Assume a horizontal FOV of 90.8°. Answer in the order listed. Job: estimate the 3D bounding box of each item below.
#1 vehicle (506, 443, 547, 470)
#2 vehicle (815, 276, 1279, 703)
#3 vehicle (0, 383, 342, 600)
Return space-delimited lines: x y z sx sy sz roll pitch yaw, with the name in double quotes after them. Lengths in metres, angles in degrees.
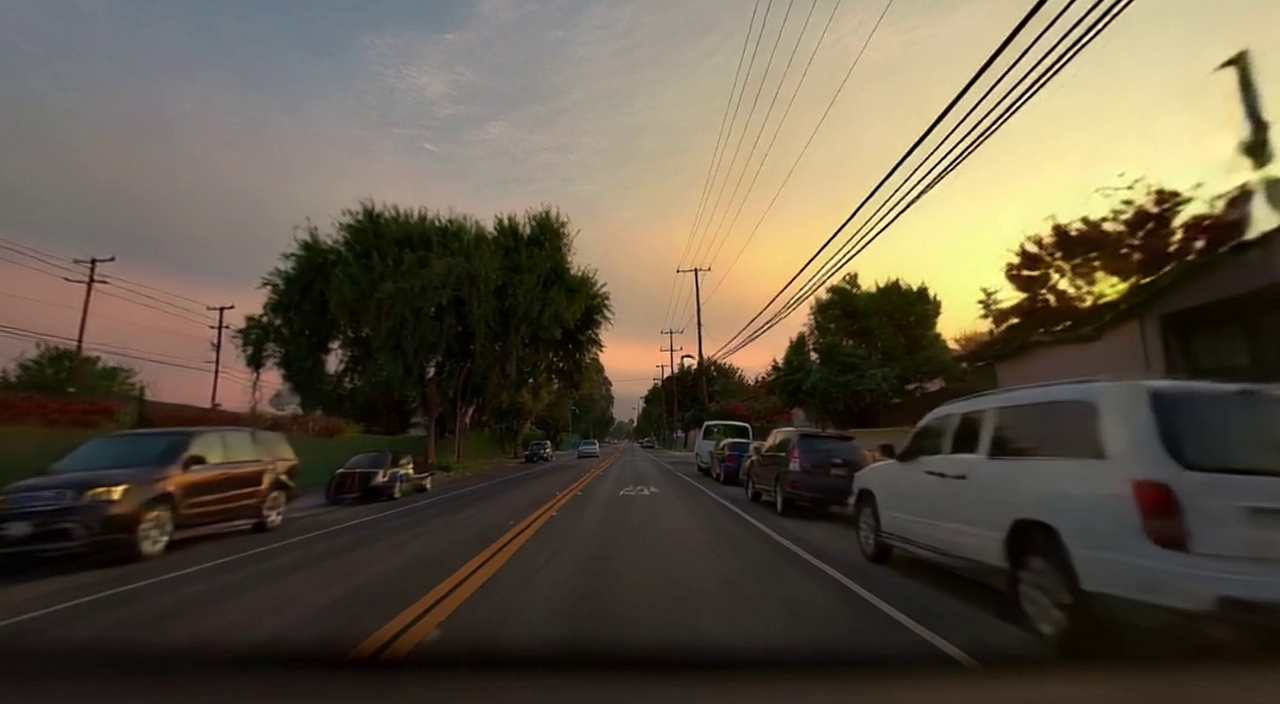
-7.005 6.454 39.356 1.866 1.487 4.416 -1 -8 -2 "vehicle"
3.291 1.089 5.052 2.053 2.005 5.495 0 -8 -2 "vehicle"
-6.713 1.774 9.060 2.268 2.154 5.321 1 -8 0 "vehicle"
